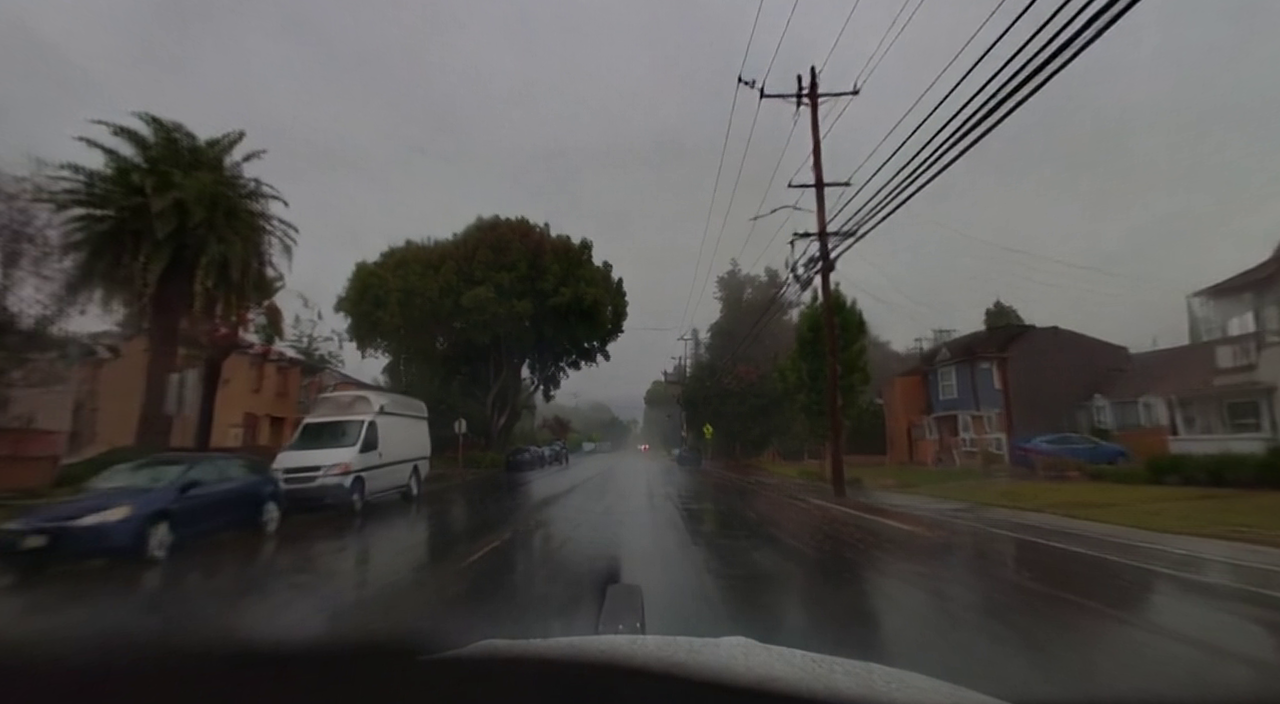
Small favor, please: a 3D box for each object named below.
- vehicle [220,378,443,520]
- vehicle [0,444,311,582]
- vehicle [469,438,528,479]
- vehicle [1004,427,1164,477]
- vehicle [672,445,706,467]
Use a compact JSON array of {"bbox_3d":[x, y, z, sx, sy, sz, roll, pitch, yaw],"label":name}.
[{"bbox_3d":[-6.815,2.332,15.050,2.439,2.724,5.647,0,-10,-1],"label":"vehicle"},{"bbox_3d":[-6.695,2.104,8.956,1.846,1.427,4.260,-1,-10,-1],"label":"vehicle"},{"bbox_3d":[-6.794,5.150,30.774,1.963,1.820,4.297,0,-9,-1],"label":"vehicle"},{"bbox_3d":[16.050,3.658,23.017,4.275,1.645,1.874,-1,-10,1],"label":"vehicle"},{"bbox_3d":[3.290,7.058,43.064,1.869,1.453,4.237,0,-9,-2],"label":"vehicle"}]
